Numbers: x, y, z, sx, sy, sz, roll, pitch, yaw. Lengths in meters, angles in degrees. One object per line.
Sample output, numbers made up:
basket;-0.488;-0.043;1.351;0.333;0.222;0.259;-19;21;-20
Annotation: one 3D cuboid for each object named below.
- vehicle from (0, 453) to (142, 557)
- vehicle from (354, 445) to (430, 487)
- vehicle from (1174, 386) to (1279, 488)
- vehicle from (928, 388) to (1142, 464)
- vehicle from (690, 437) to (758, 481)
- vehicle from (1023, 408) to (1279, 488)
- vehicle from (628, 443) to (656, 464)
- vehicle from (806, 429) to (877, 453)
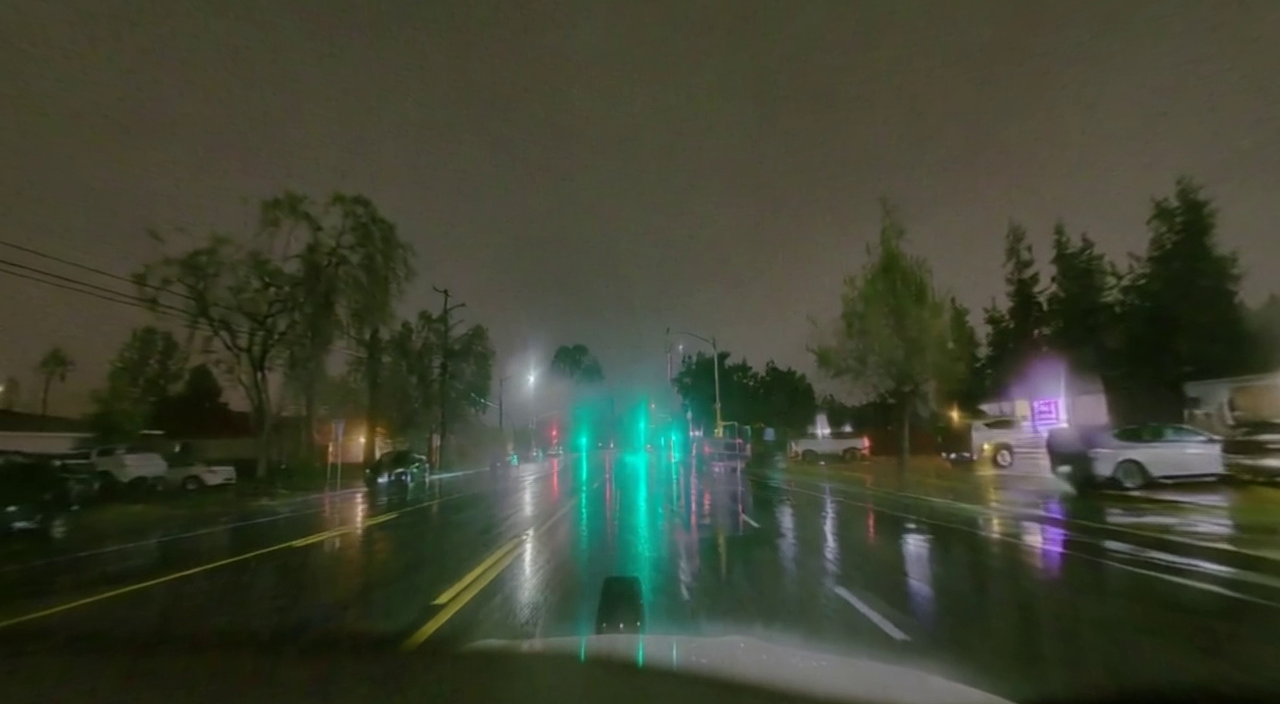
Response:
vehicle;-11.750;2.711;11.322;1.822;1.699;4.791;0;-8;-2
vehicle;-11.769;5.413;30.340;1.954;1.828;4.466;0;-8;-2
vehicle;12.560;1.536;11.457;3.964;1.690;1.863;0;-8;0
vehicle;13.003;2.494;21.127;5.472;2.340;2.418;0;-8;-2
vehicle;3.164;4.103;24.541;1.983;1.557;4.078;0;-8;-1
vehicle;11.618;2.106;13.970;4.861;1.444;2.119;-2;-9;-1
vehicle;0.104;7.757;48.510;1.989;1.500;4.141;0;-8;-1
vehicle;13.624;6.039;42.940;4.162;1.544;1.812;0;-8;-4
